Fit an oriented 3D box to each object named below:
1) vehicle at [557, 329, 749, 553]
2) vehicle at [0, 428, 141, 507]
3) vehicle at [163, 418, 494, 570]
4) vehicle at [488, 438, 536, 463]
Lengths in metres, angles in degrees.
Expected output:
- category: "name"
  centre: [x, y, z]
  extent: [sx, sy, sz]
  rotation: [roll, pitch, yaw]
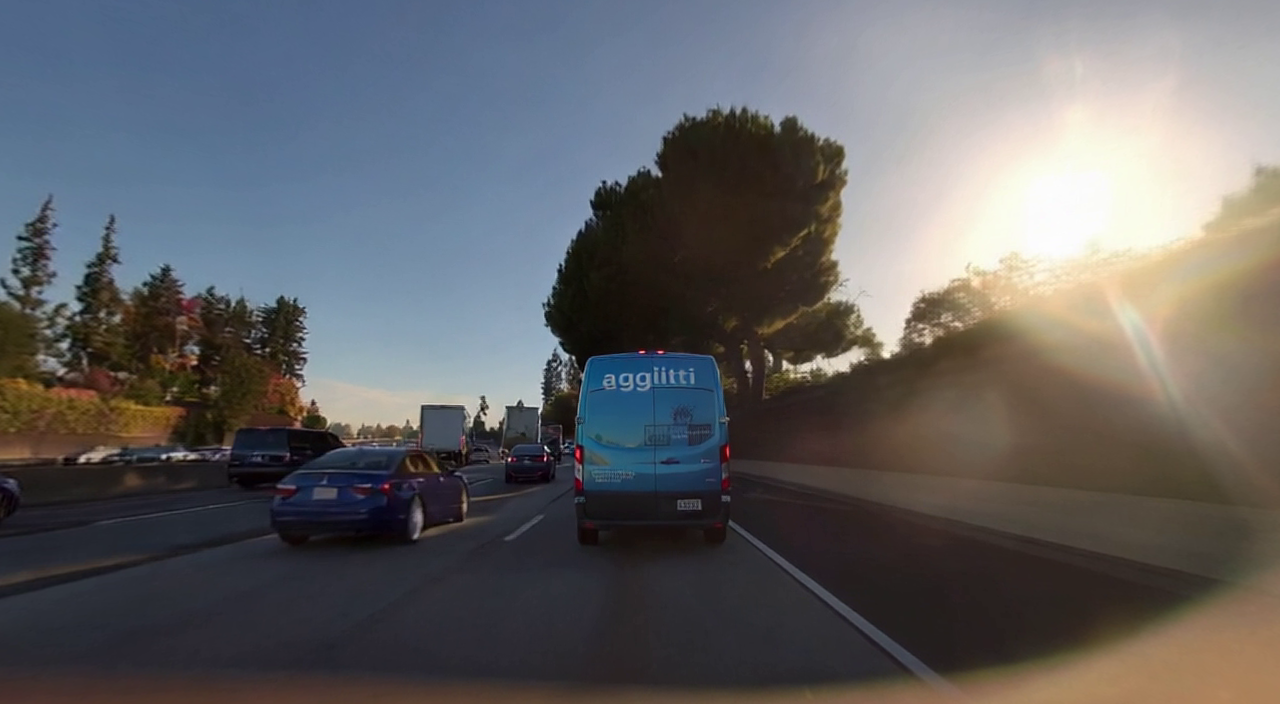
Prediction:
- category: "vehicle"
  centre: [0.212, 1.535, 10.958]
  extent: [2.316, 2.738, 6.398]
  rotation: [0, -8, 1]
- category: "vehicle"
  centre: [-14.362, 2.647, 14.709]
  extent: [1.812, 1.642, 4.323]
  rotation: [0, -8, 1]
- category: "vehicle"
  centre: [-3.776, 1.819, 8.910]
  extent: [2.212, 1.551, 4.658]
  rotation: [0, -8, 1]
- category: "vehicle"
  centre: [-9.156, 7.070, 45.518]
  extent: [1.934, 1.567, 4.536]
  rotation: [-1, -7, 8]
